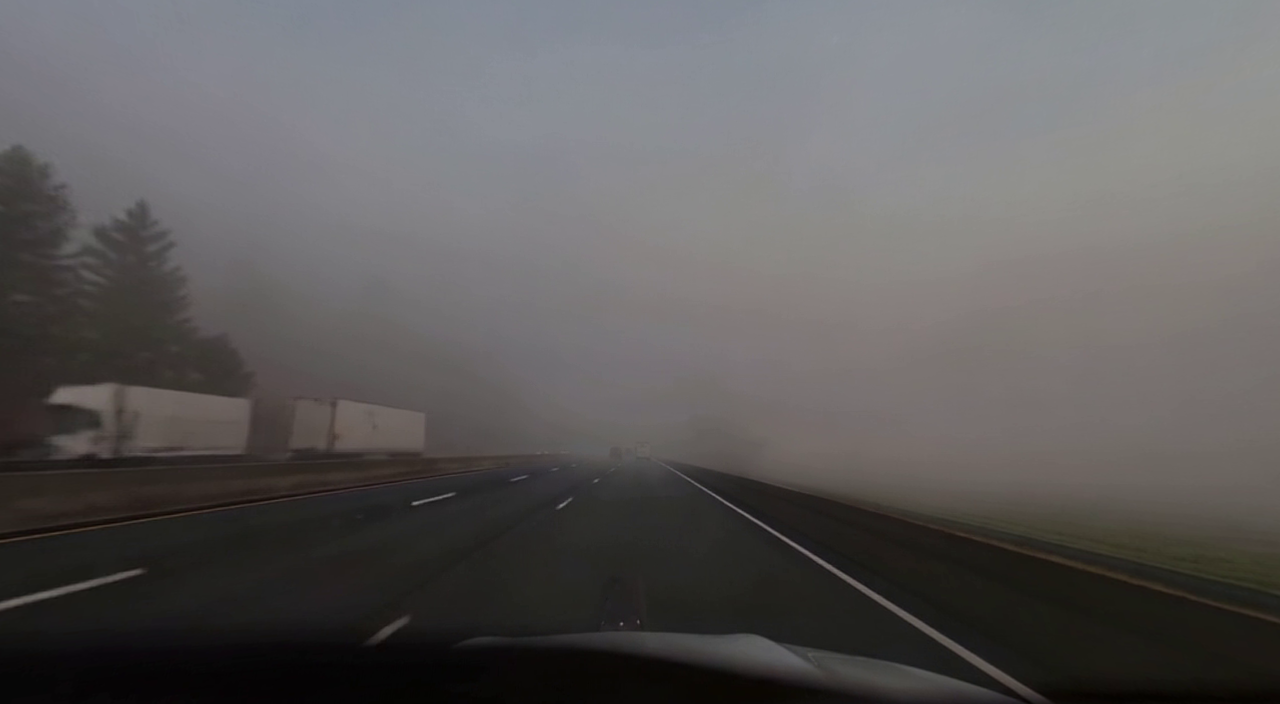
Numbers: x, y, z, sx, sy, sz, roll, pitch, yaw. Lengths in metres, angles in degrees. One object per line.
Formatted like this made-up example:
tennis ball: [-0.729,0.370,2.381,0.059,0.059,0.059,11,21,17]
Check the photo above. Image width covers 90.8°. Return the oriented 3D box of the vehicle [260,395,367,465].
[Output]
vehicle: [-18.799,4.631,36.829,2.903,3.735,5.919,0,-9,0]

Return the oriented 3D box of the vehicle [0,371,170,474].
vehicle: [-23.183,2.994,25.782,2.957,3.674,6.213,0,-9,0]

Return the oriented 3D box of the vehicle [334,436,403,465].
vehicle: [-14.907,5.456,34.905,1.945,1.465,4.194,0,-9,-1]
